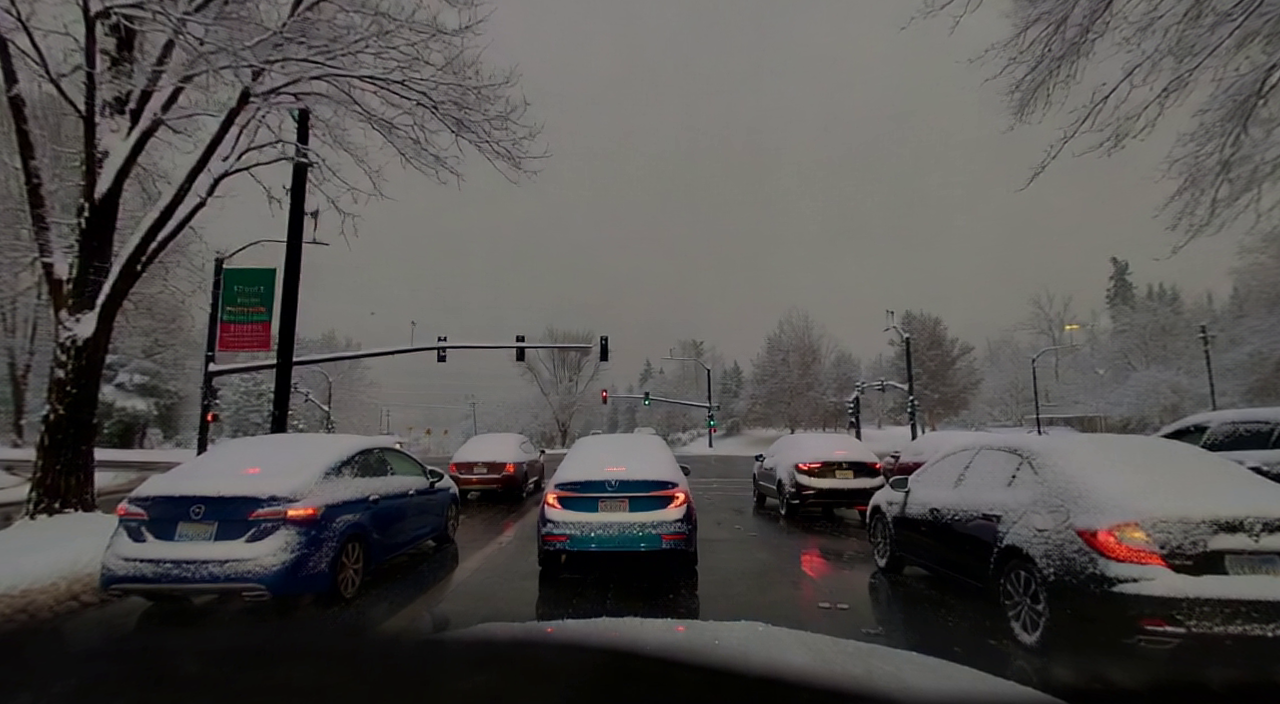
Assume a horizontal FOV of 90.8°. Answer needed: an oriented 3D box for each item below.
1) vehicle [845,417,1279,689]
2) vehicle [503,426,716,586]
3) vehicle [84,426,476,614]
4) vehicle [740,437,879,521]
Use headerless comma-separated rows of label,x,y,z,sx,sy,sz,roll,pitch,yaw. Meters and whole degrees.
vehicle,3.597,1.437,5.754,1.953,1.471,4.470,0,-9,0
vehicle,-0.311,1.722,7.818,1.994,1.479,3.647,0,-9,-1
vehicle,-3.370,1.631,7.082,1.929,1.457,4.136,0,-9,0
vehicle,3.399,2.611,13.486,1.852,1.498,3.825,0,-9,0
